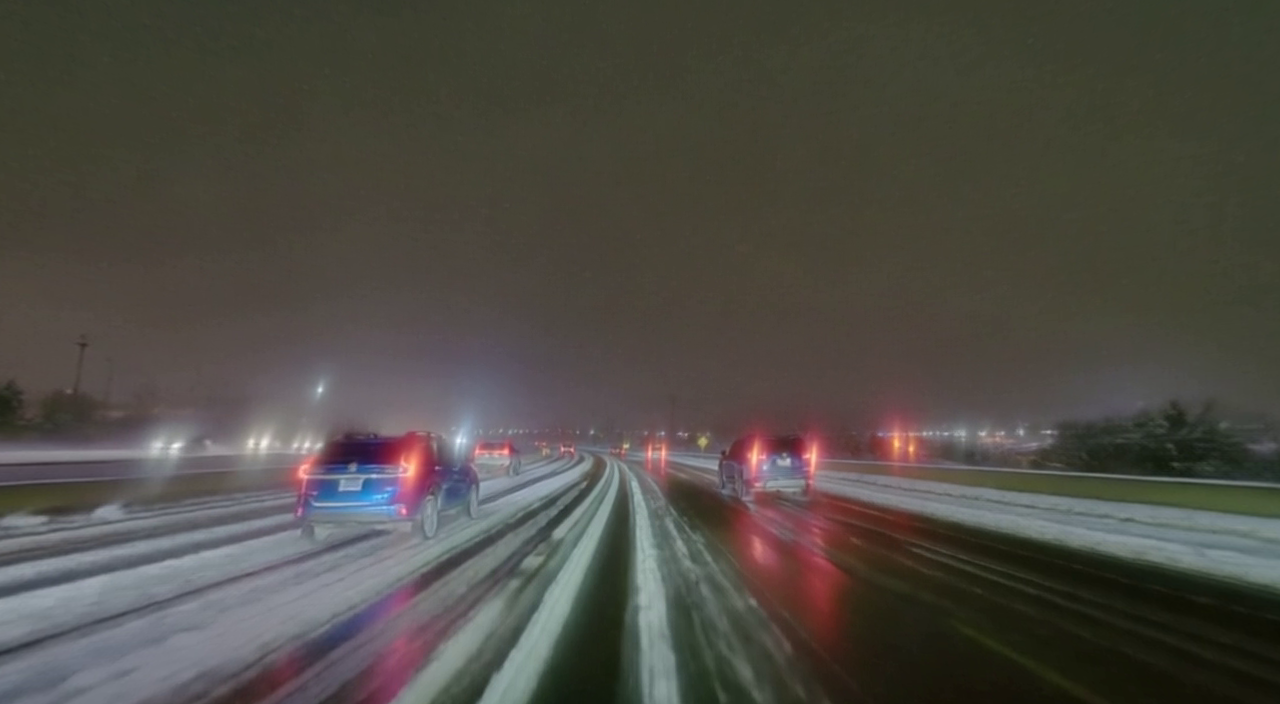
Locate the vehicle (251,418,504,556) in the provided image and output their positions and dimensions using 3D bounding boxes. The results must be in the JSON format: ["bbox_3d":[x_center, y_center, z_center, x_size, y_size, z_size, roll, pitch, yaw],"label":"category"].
[{"bbox_3d":[-3.866,2.070,10.380,2.214,1.743,4.465,0,-9,0],"label":"vehicle"}]

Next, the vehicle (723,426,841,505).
[{"bbox_3d":[3.721,3.082,17.533,2.153,1.860,4.689,0,-9,0],"label":"vehicle"}]
